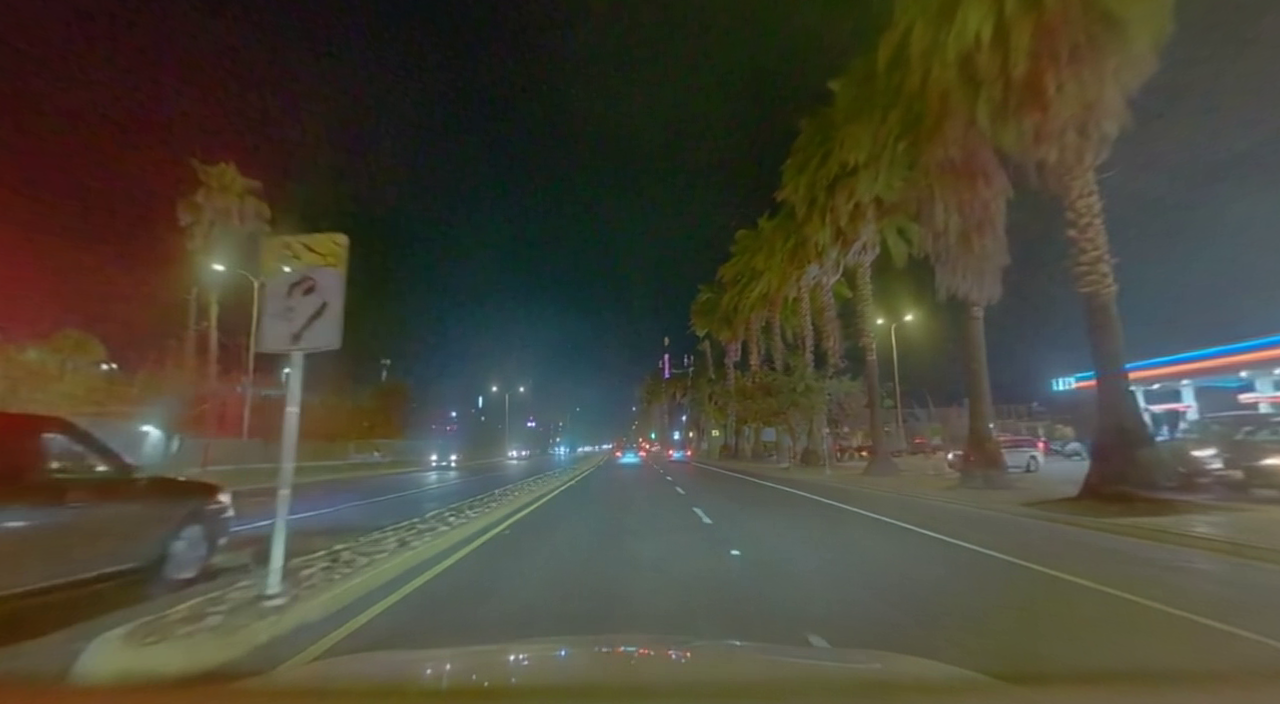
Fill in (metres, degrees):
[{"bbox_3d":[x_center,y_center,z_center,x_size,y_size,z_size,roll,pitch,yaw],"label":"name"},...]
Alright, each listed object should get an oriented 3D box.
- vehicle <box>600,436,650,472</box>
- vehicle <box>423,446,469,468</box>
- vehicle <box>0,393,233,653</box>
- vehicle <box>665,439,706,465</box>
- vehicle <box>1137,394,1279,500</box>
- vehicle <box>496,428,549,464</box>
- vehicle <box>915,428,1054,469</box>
[{"bbox_3d":[-0.693,4.706,29.459,2.160,1.508,4.319,0,-9,-2],"label":"vehicle"},{"bbox_3d":[-14.397,7.802,47.213,1.899,1.500,4.521,-1,-9,1],"label":"vehicle"},{"bbox_3d":[-5.128,1.110,4.100,2.060,1.643,4.359,-1,-9,0],"label":"vehicle"},{"bbox_3d":[2.728,6.099,38.839,2.060,1.471,4.168,0,-9,-1],"label":"vehicle"},{"bbox_3d":[13.680,1.864,12.650,5.718,1.911,2.088,0,-9,-2],"label":"vehicle"},{"bbox_3d":[-8.749,7.117,47.853,2.820,2.454,5.993,-1,-9,0],"label":"vehicle"},{"bbox_3d":[13.570,3.815,25.100,4.360,1.523,1.900,0,-9,-1],"label":"vehicle"}]
